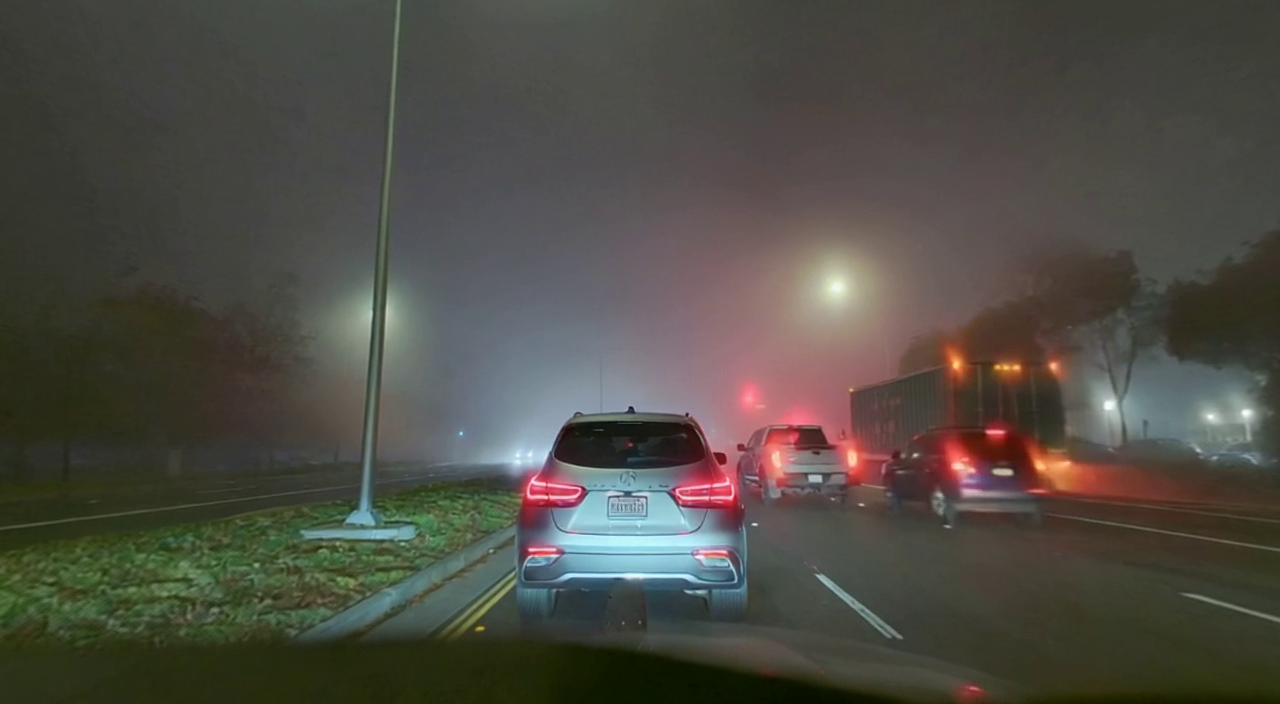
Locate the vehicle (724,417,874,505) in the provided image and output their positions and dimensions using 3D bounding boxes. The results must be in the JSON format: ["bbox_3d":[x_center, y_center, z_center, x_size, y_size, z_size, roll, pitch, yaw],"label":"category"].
[{"bbox_3d":[4.006,2.938,17.356,2.440,1.962,6.363,0,-8,0],"label":"vehicle"}]

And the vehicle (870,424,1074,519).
[{"bbox_3d":[7.244,2.644,14.466,2.024,1.810,4.807,0,-8,0],"label":"vehicle"}]

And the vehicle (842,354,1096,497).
[{"bbox_3d":[10.999,2.870,23.226,3.025,3.993,11.243,0,-9,-1],"label":"vehicle"}]

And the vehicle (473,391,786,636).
[{"bbox_3d":[-0.097,1.428,6.484,2.172,1.694,4.055,0,-8,-1],"label":"vehicle"}]
